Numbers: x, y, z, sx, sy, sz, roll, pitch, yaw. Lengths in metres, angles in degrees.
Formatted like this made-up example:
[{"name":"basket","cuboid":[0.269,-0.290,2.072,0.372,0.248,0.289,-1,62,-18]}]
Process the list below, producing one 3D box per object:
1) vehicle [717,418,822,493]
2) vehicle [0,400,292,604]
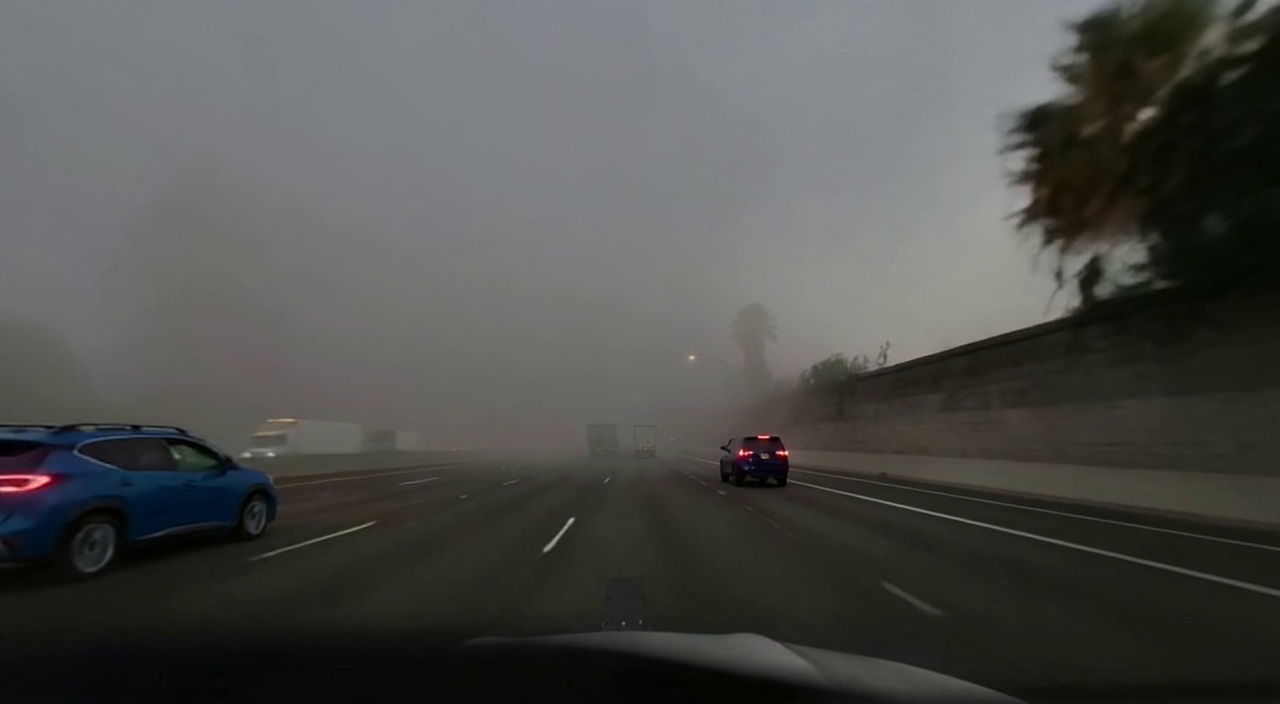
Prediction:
[{"name":"vehicle","cuboid":[4.165,3.436,21.301,2.408,2.210,4.999,0,-8,-1]},{"name":"vehicle","cuboid":[-6.763,1.621,7.638,2.289,1.774,4.871,0,-8,0]}]
